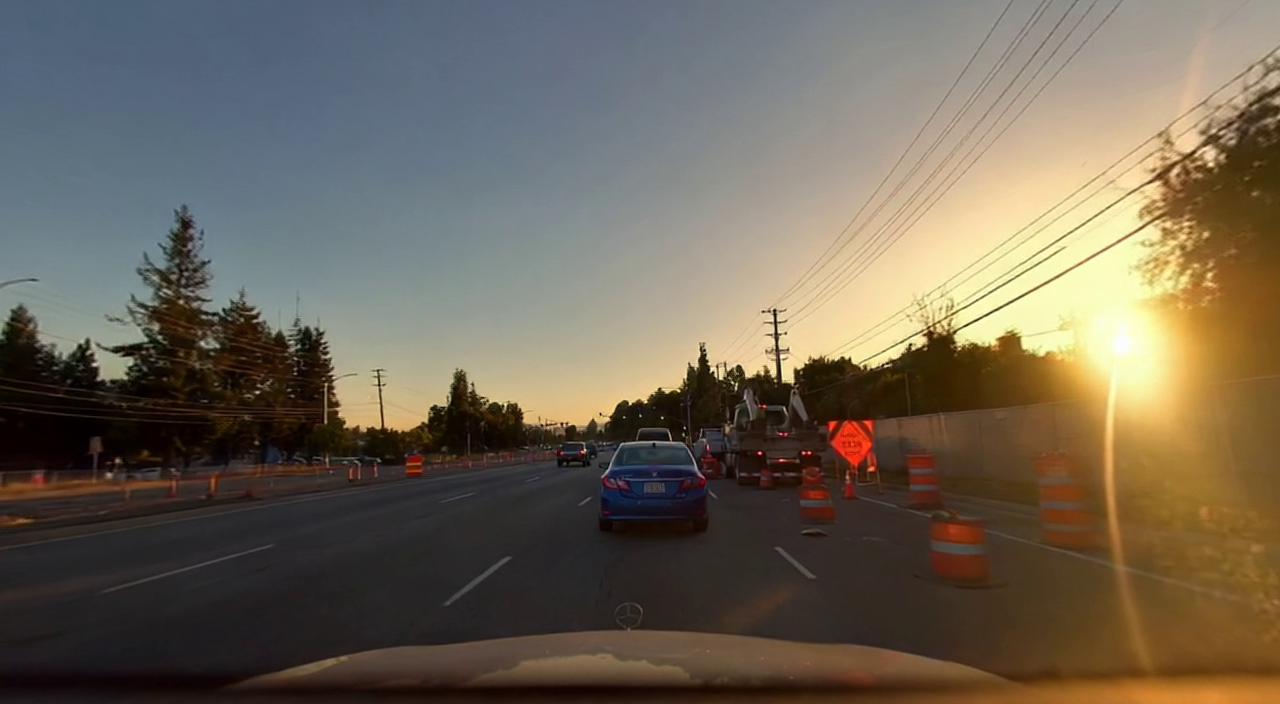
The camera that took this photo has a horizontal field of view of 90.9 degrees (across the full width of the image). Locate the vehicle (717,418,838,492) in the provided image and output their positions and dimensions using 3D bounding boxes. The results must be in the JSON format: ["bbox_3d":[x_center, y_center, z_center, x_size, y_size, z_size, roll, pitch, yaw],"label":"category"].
[{"bbox_3d":[4.154,3.288,20.445,2.555,2.017,6.201,0,-8,1],"label":"vehicle"}]

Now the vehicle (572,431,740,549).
[{"bbox_3d":[0.211,2.071,10.192,2.128,1.473,4.272,0,-8,0],"label":"vehicle"}]
